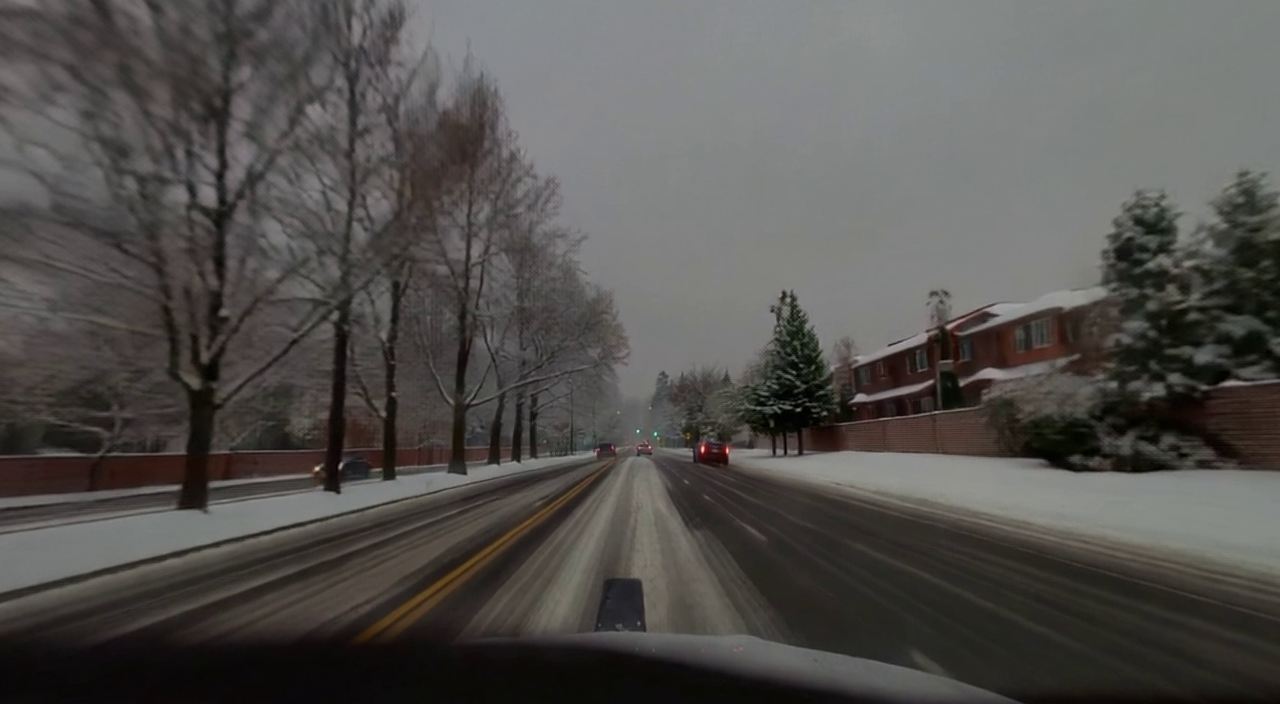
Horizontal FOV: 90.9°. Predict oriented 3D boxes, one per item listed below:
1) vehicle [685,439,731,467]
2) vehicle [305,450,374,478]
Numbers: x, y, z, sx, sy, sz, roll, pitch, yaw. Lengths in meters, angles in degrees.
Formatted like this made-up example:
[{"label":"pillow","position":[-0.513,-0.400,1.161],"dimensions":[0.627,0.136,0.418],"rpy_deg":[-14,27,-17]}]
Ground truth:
[{"label":"vehicle","position":[4.075,6.139,38.503],"dimensions":[2.237,1.578,4.621],"rpy_deg":[0,-8,-1]},{"label":"vehicle","position":[-21.065,7.853,44.398],"dimensions":[2.238,1.778,5.115],"rpy_deg":[0,-8,1]}]
